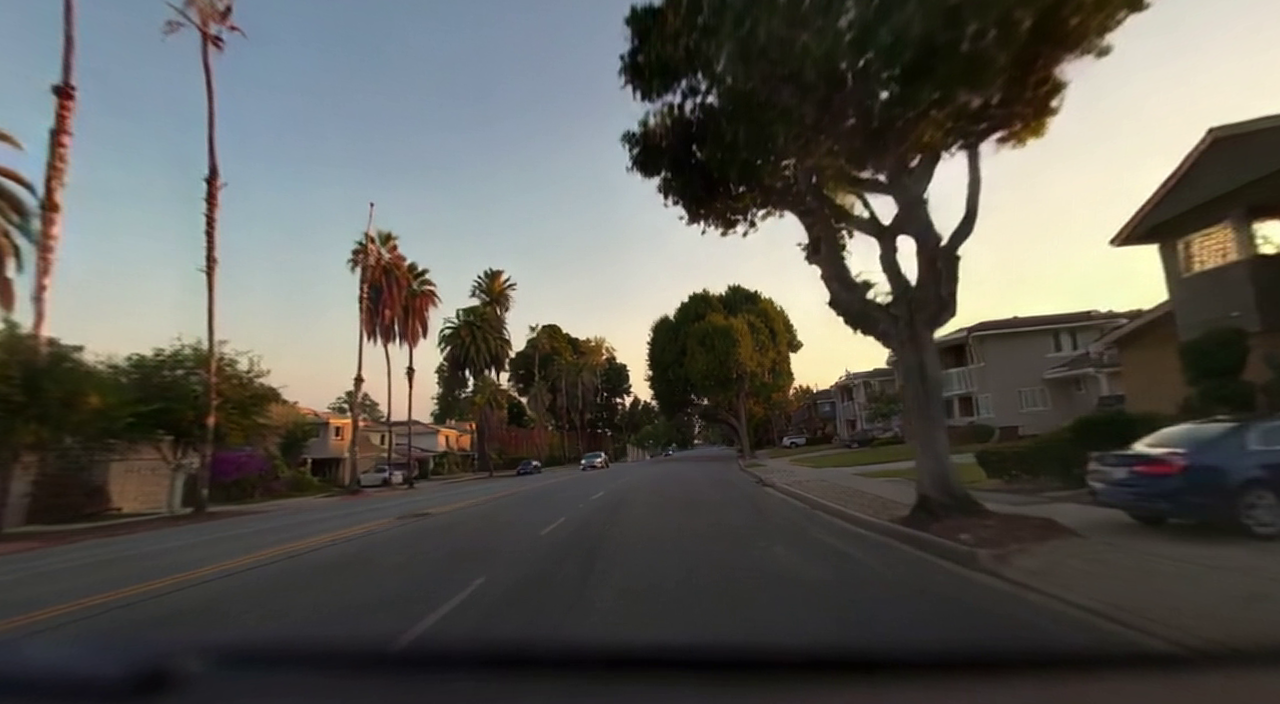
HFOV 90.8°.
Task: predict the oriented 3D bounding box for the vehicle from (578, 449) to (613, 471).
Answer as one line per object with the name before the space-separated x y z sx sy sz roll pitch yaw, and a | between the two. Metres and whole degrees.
vehicle | -3.461 8.428 49.486 1.746 1.503 4.400 -6 -9 7

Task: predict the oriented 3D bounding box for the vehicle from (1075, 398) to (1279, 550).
vehicle | 8.681 1.505 8.136 4.646 1.687 1.975 0 -8 -1

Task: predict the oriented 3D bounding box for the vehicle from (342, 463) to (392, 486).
vehicle | -20.487 9.131 47.365 1.862 1.477 4.461 8 -12 -44
